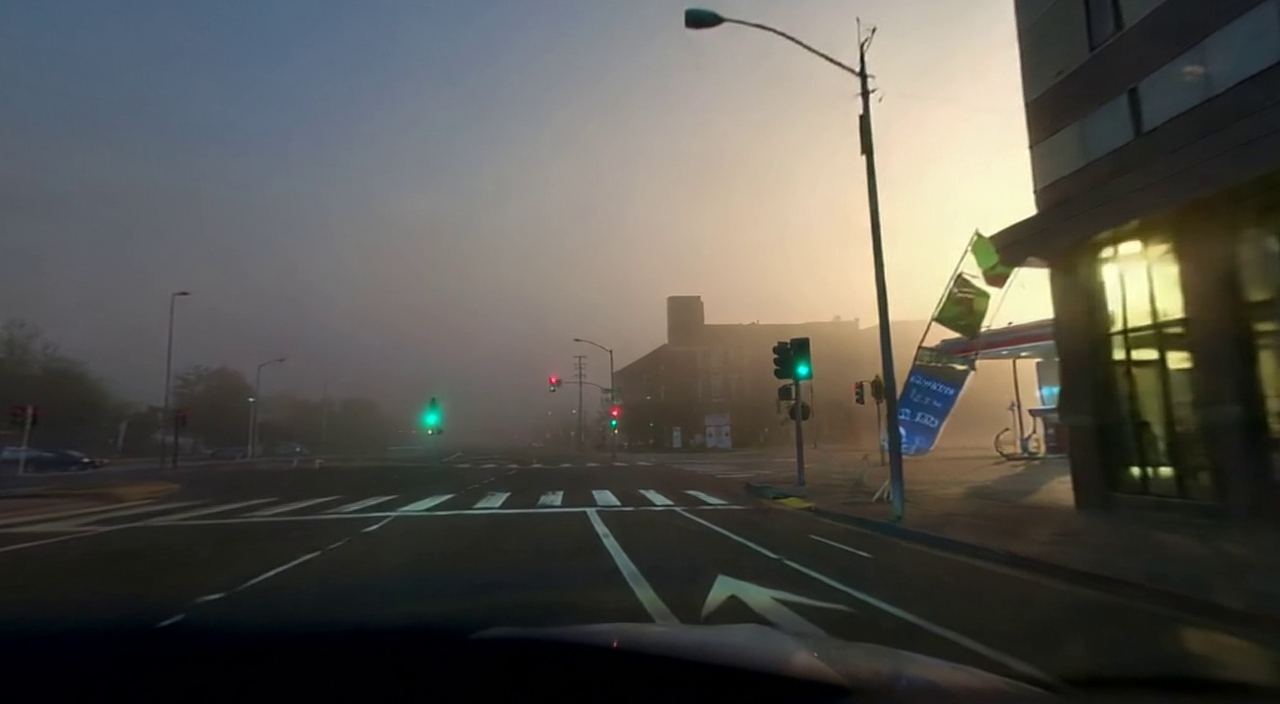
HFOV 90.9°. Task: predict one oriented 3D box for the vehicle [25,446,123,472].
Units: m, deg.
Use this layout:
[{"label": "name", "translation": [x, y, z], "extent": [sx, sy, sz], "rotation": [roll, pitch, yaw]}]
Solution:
[{"label": "vehicle", "translation": [-43.660, 8.238, 48.813], "extent": [2.013, 1.811, 5.508], "rotation": [-1, -8, 8]}]
